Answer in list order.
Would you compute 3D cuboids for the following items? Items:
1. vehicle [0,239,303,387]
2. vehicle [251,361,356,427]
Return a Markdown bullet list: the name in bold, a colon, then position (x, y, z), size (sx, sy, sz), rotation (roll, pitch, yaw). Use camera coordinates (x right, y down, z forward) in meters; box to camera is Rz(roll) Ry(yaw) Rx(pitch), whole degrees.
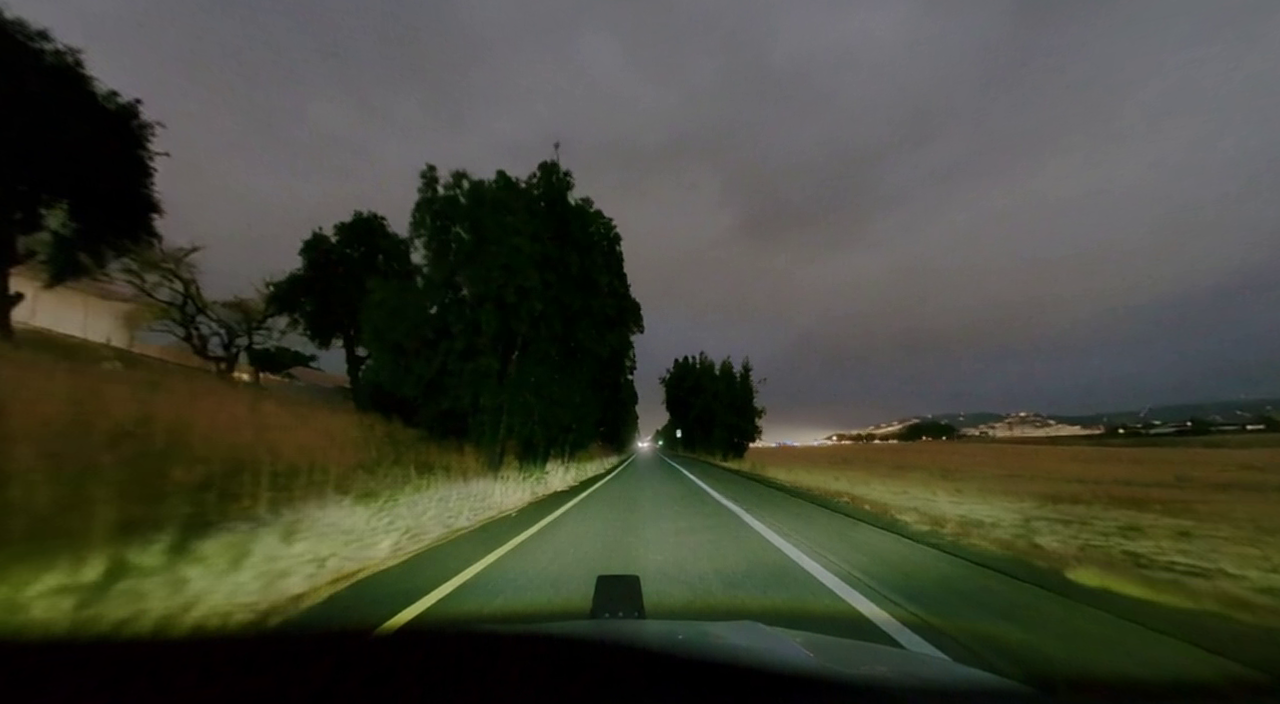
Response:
- **vehicle**: position (-25.736, -1.292, 35.799), size (3.314, 4.163, 16.558), rotation (-1, -12, 3)
- **vehicle**: position (-24.421, 3.038, 46.495), size (3.022, 4.324, 8.607), rotation (-1, -3, 0)
